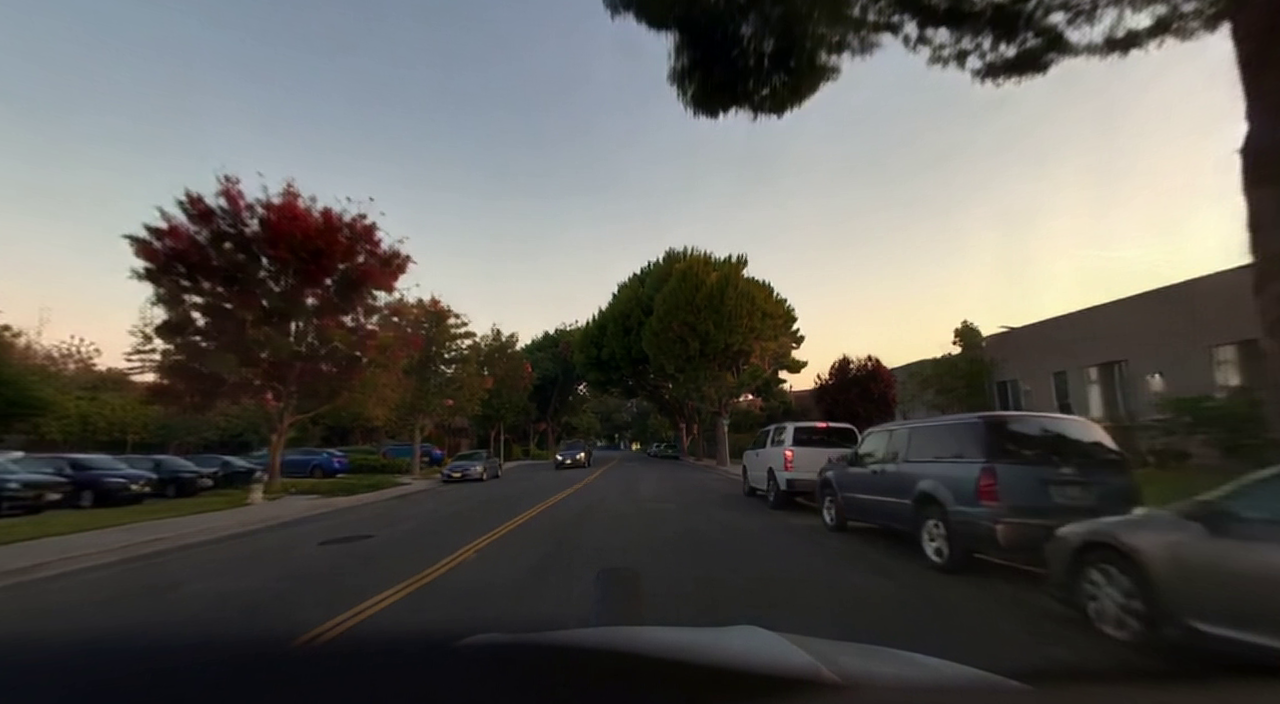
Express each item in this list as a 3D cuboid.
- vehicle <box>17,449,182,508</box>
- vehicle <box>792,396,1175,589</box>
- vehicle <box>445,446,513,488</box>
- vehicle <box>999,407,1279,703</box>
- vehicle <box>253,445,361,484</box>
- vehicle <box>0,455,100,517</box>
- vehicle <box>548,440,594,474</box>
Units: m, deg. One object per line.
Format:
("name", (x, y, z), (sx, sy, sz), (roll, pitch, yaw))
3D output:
("vehicle", (-16.421, 3.759, 19.201), (4.452, 1.552, 2.158), (-5, -10, 27))
("vehicle", (3.873, 1.706, 8.633), (2.094, 1.789, 5.286), (0, -9, -2))
("vehicle", (-7.136, 5.081, 28.394), (1.928, 1.537, 4.439), (-5, -8, -2))
("vehicle", (4.083, 0.982, 2.684), (1.952, 1.538, 5.215), (0, -8, -1))
("vehicle", (-15.613, 5.240, 29.591), (4.696, 1.681, 1.905), (-4, -9, 24))
("vehicle", (-16.528, 3.432, 16.493), (4.018, 1.401, 1.912), (-4, -9, 21))
("vehicle", (-3.846, 5.916, 35.947), (2.088, 1.772, 4.375), (-1, -9, 0))
